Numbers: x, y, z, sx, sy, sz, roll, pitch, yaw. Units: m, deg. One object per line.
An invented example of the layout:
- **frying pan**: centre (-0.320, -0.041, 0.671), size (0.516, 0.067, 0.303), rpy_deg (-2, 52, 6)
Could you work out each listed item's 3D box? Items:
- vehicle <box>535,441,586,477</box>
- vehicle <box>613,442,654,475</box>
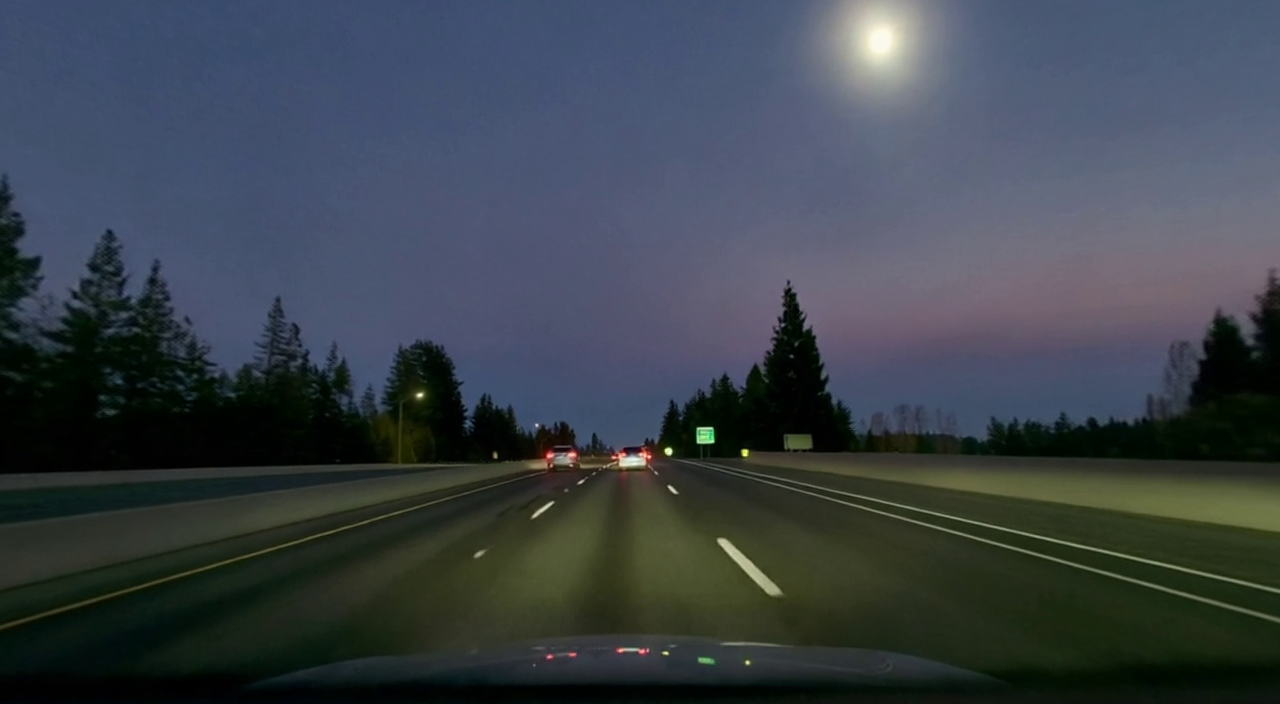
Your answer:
- **vehicle**: centre (-4.133, 5.664, 33.658), size (2.130, 1.741, 4.665), rpy_deg (0, -8, 0)
- **vehicle**: centre (-0.340, 5.832, 34.573), size (2.130, 1.684, 3.826), rpy_deg (0, -8, 0)
